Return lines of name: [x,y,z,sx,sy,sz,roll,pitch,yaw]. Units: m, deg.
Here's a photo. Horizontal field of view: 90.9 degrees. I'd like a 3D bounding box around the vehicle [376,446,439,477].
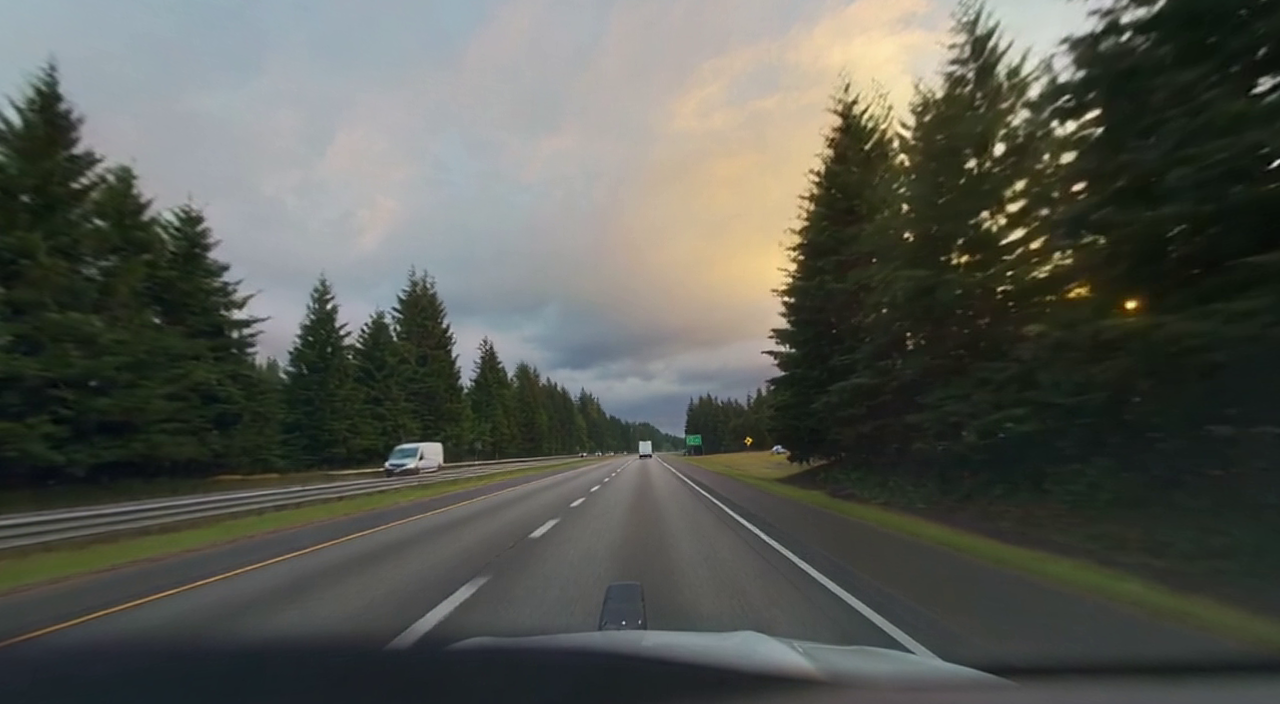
vehicle: [-15.113,7.108,41.228,2.140,1.899,4.803,0,-9,2]
